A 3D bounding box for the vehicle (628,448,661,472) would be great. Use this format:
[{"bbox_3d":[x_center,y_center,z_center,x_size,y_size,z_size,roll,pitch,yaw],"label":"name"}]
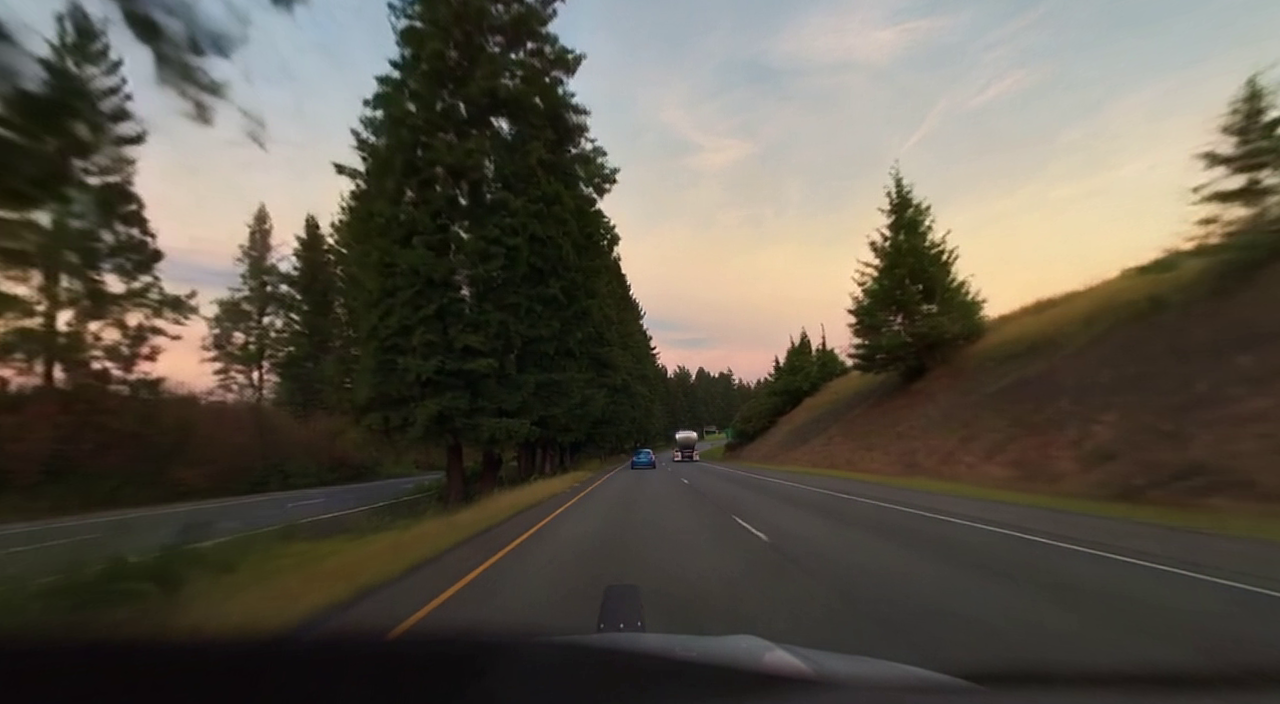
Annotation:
[{"bbox_3d":[0.243,6.574,38.384,1.926,1.386,3.615,0,-9,0],"label":"vehicle"}]
